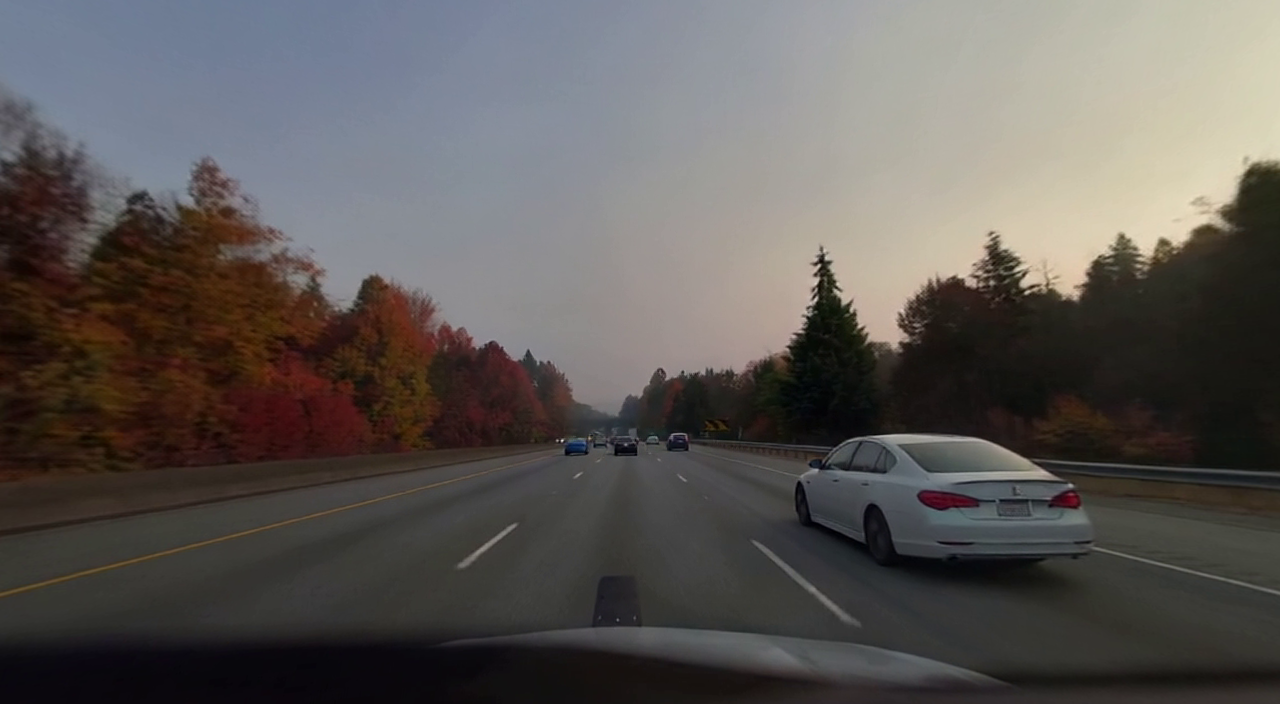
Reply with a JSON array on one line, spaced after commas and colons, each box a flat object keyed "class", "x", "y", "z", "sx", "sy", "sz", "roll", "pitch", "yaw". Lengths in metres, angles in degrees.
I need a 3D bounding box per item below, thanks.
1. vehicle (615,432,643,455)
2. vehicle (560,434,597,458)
[{"class": "vehicle", "x": -0.867, "y": 7.229, "z": 49.898, "sx": 2.157, "sy": 1.688, "sz": 4.480, "roll": 0, "pitch": -8, "yaw": 0}, {"class": "vehicle", "x": -4.187, "y": 6.459, "z": 43.377, "sx": 2.103, "sy": 1.507, "sz": 4.367, "roll": 0, "pitch": -8, "yaw": 0}]
